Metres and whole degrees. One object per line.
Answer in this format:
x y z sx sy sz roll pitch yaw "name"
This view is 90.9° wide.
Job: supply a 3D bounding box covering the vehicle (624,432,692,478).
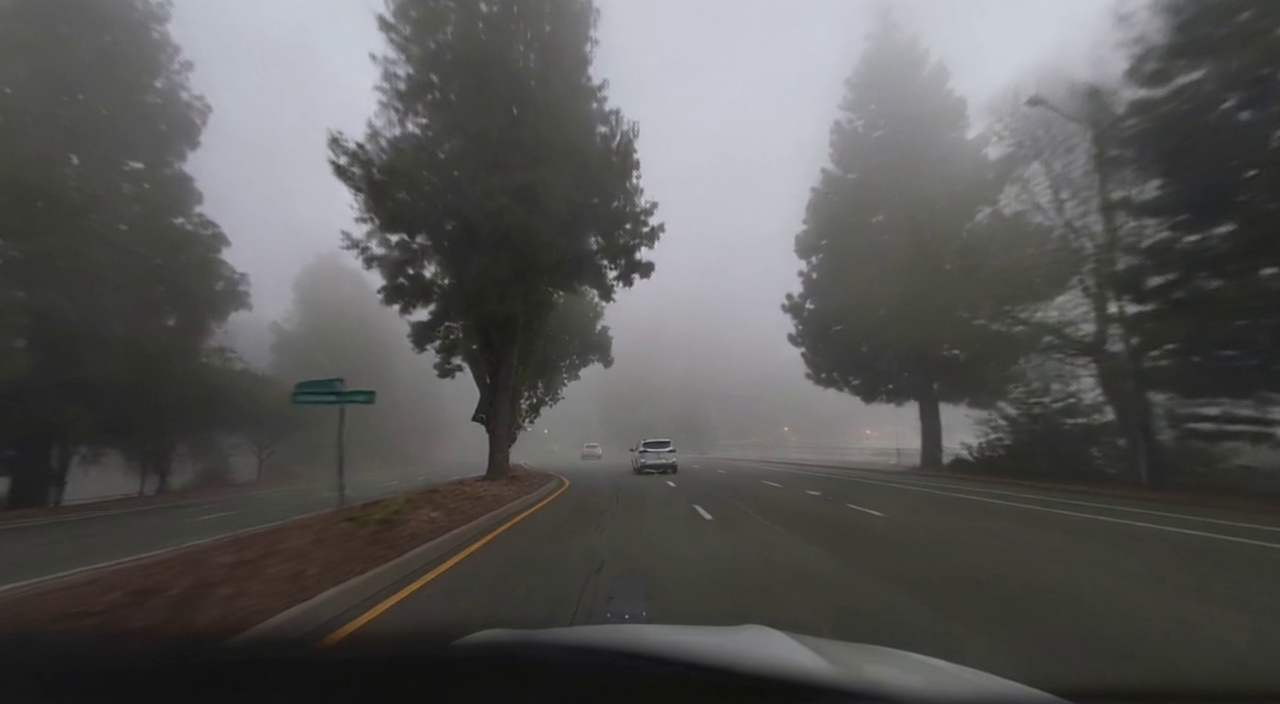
0.658 4.357 26.992 2.253 1.756 4.313 2 -8 -7 "vehicle"
